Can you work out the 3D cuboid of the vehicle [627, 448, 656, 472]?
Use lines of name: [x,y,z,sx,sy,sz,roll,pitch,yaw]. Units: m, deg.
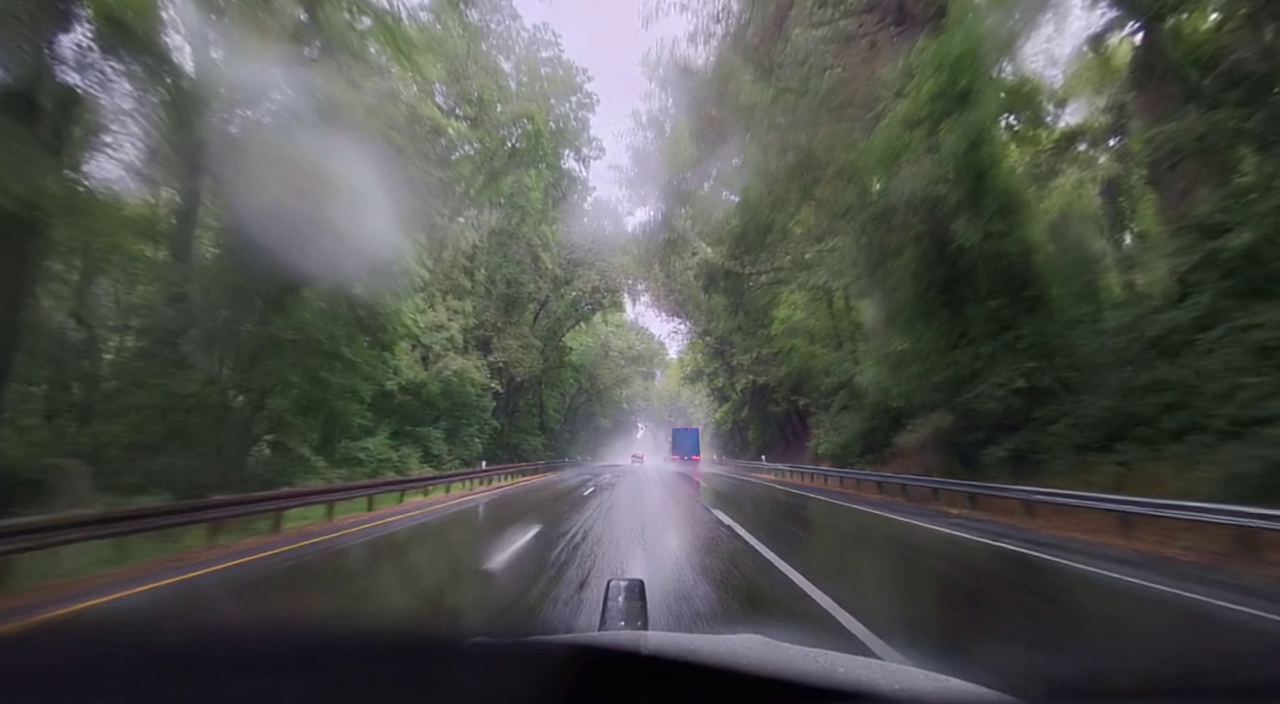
vehicle: [0.079,7.380,43.169,1.900,1.497,3.732,0,-9,0]
